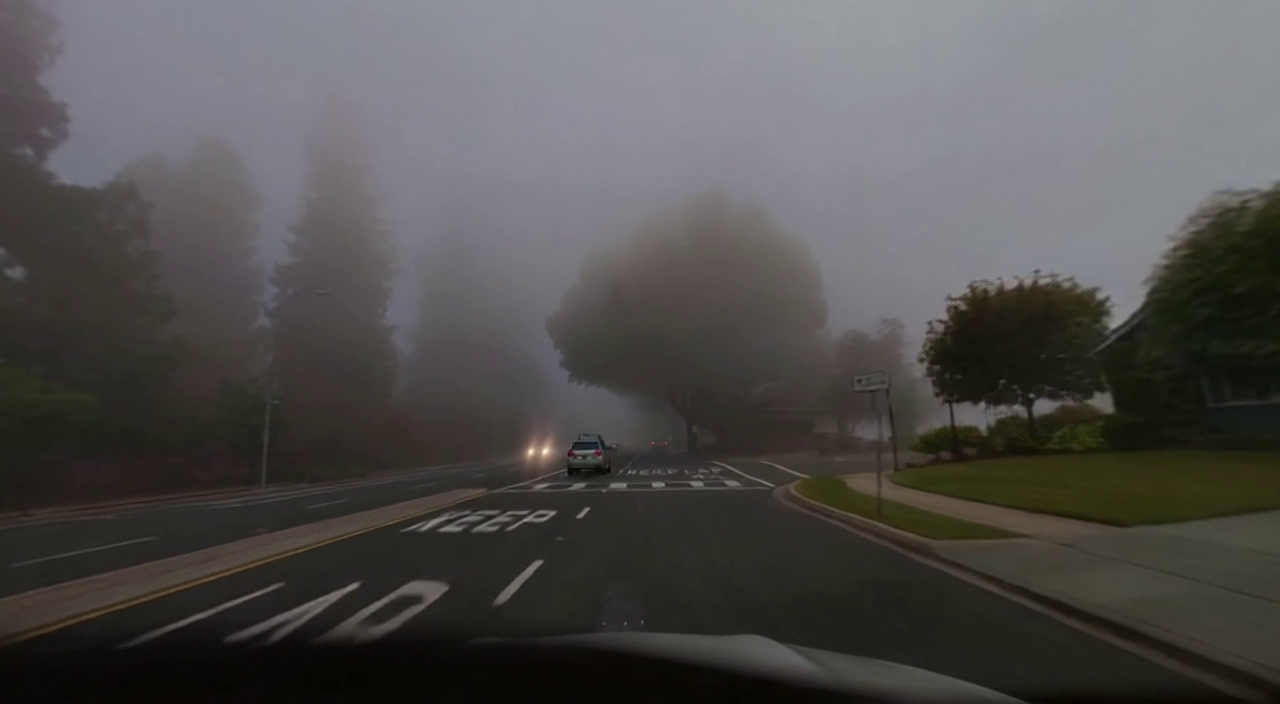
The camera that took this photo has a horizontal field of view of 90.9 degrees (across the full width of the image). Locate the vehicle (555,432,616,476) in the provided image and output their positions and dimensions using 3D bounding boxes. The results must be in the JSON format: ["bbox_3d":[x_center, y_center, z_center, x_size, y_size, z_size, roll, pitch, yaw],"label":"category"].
[{"bbox_3d":[-2.301,4.463,27.856,2.190,1.766,4.394,0,-8,2],"label":"vehicle"}]

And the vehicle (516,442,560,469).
[{"bbox_3d":[-5.992,6.149,37.575,1.972,1.514,4.241,1,-8,-1],"label":"vehicle"}]
